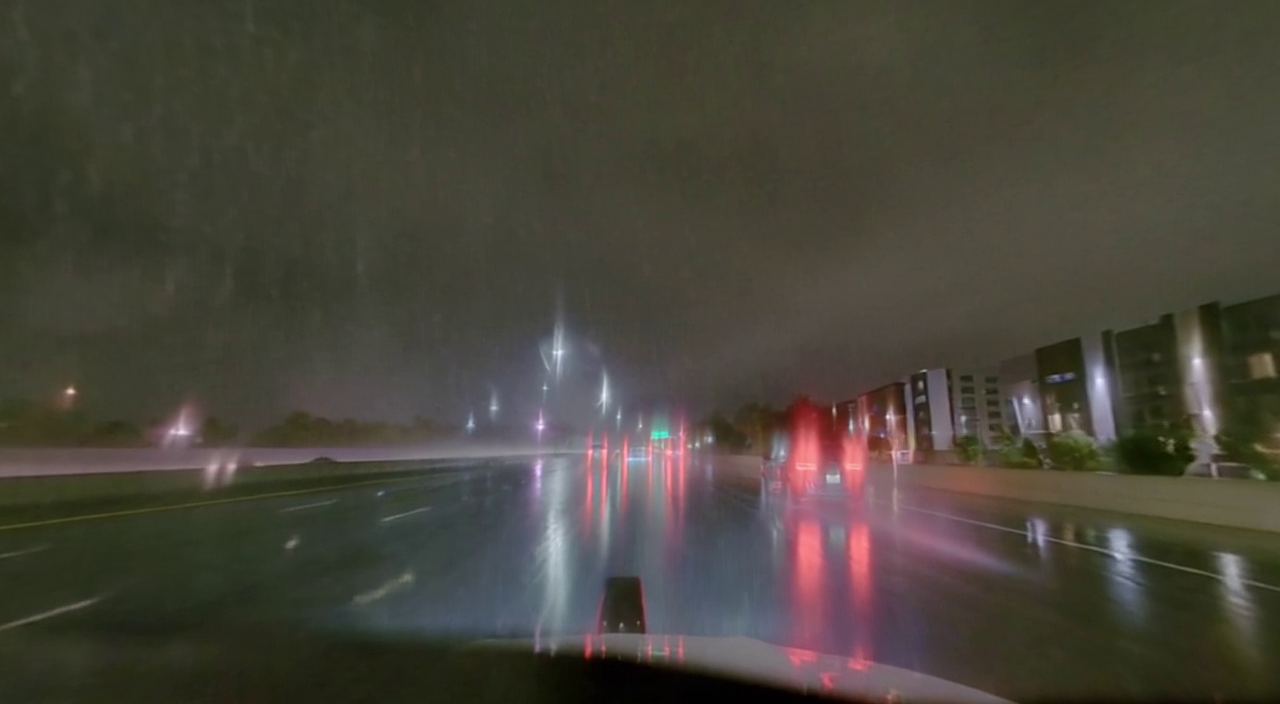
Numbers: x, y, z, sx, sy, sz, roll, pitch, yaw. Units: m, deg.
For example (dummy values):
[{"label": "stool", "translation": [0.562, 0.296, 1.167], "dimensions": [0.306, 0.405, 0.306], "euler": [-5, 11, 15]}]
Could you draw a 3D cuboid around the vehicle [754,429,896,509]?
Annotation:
[{"label": "vehicle", "translation": [4.457, 2.908, 16.093], "dimensions": [2.170, 1.733, 4.631], "euler": [0, -9, -1]}]

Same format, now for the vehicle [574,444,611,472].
[{"label": "vehicle", "translation": [-3.084, 7.039, 42.069], "dimensions": [2.075, 1.721, 4.763], "euler": [0, -9, 0]}]
